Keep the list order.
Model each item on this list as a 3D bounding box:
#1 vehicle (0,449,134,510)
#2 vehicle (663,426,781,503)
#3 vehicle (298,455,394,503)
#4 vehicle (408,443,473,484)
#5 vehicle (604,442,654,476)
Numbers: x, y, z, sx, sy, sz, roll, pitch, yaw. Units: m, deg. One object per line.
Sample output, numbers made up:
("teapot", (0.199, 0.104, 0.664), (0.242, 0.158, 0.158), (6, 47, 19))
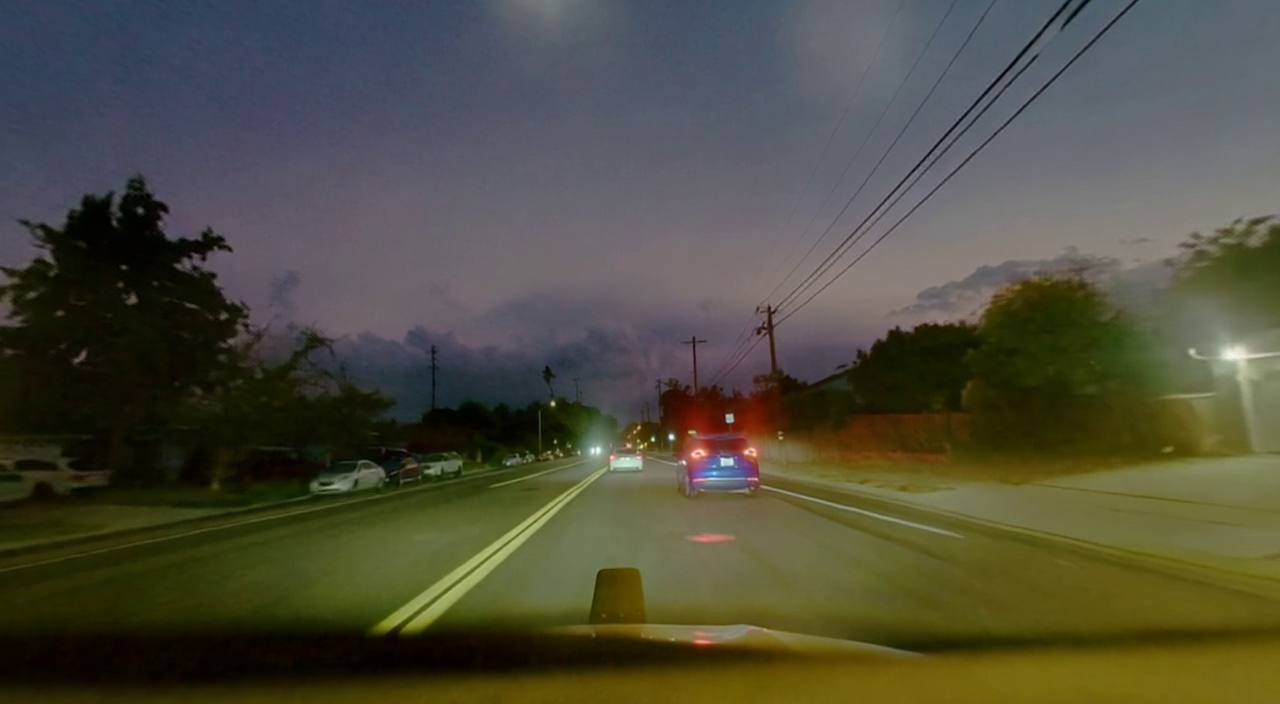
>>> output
("vehicle", (-20.791, 4.382, 21.836), (4.800, 1.840, 2.045), (-1, -6, -1))
("vehicle", (1.992, 2.939, 16.950), (2.200, 1.763, 4.676), (1, -8, -4))
("vehicle", (-12.328, 5.296, 26.869), (2.044, 1.534, 4.554), (-5, -8, -2))
("vehicle", (-12.296, 6.864, 39.336), (2.504, 2.031, 5.237), (-7, -8, -4))
("vehicle", (-0.526, 5.028, 29.958), (2.196, 1.449, 4.006), (0, -8, -1))
